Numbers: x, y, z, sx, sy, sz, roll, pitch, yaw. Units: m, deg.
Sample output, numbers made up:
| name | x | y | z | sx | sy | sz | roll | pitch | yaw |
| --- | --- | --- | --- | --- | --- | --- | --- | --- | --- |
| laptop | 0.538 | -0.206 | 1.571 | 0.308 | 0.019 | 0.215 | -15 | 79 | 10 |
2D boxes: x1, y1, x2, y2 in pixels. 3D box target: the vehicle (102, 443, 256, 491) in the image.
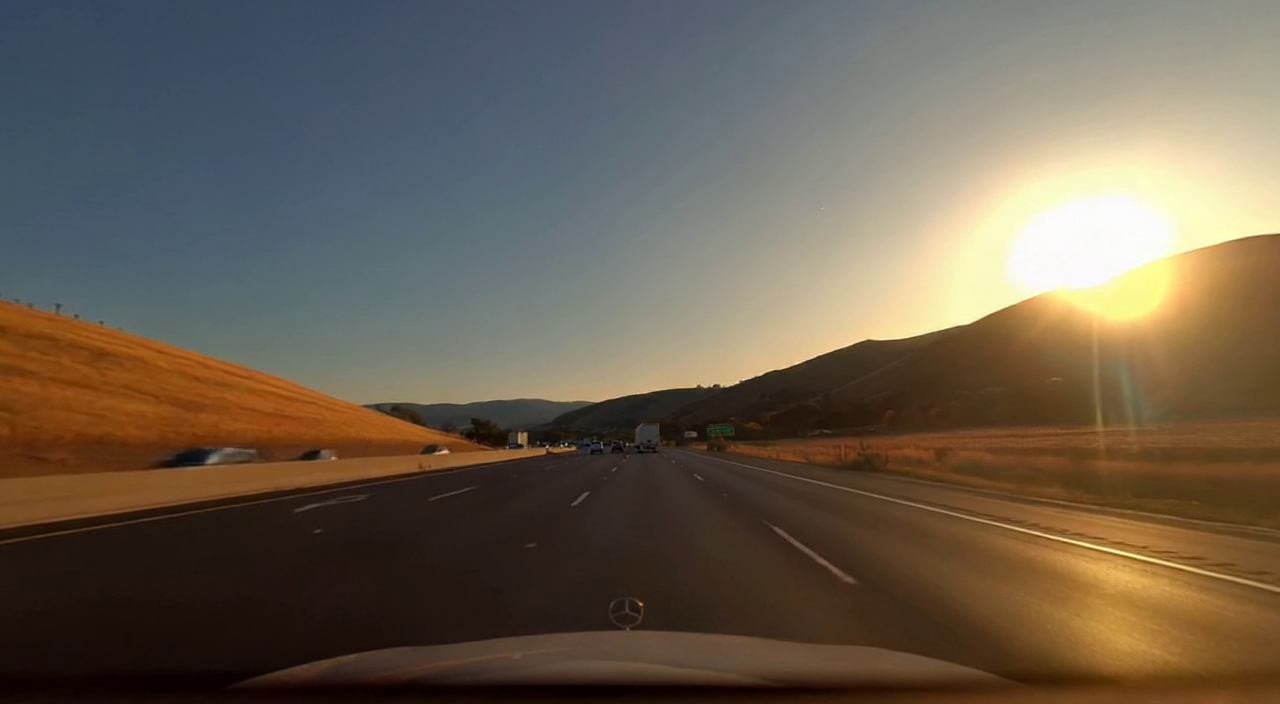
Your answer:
| name | x | y | z | sx | sy | sz | roll | pitch | yaw |
| --- | --- | --- | --- | --- | --- | --- | --- | --- | --- |
| vehicle | -17.094 | 4.234 | 23.798 | 2.011 | 1.603 | 4.968 | 0 | -8 | 1 |

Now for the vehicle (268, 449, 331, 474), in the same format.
| name | x | y | z | sx | sy | sz | roll | pitch | yaw |
| --- | --- | --- | --- | --- | --- | --- | --- | --- | --- |
| vehicle | -24.482 | 7.861 | 45.488 | 1.939 | 1.663 | 4.554 | 0 | -8 | 1 |
